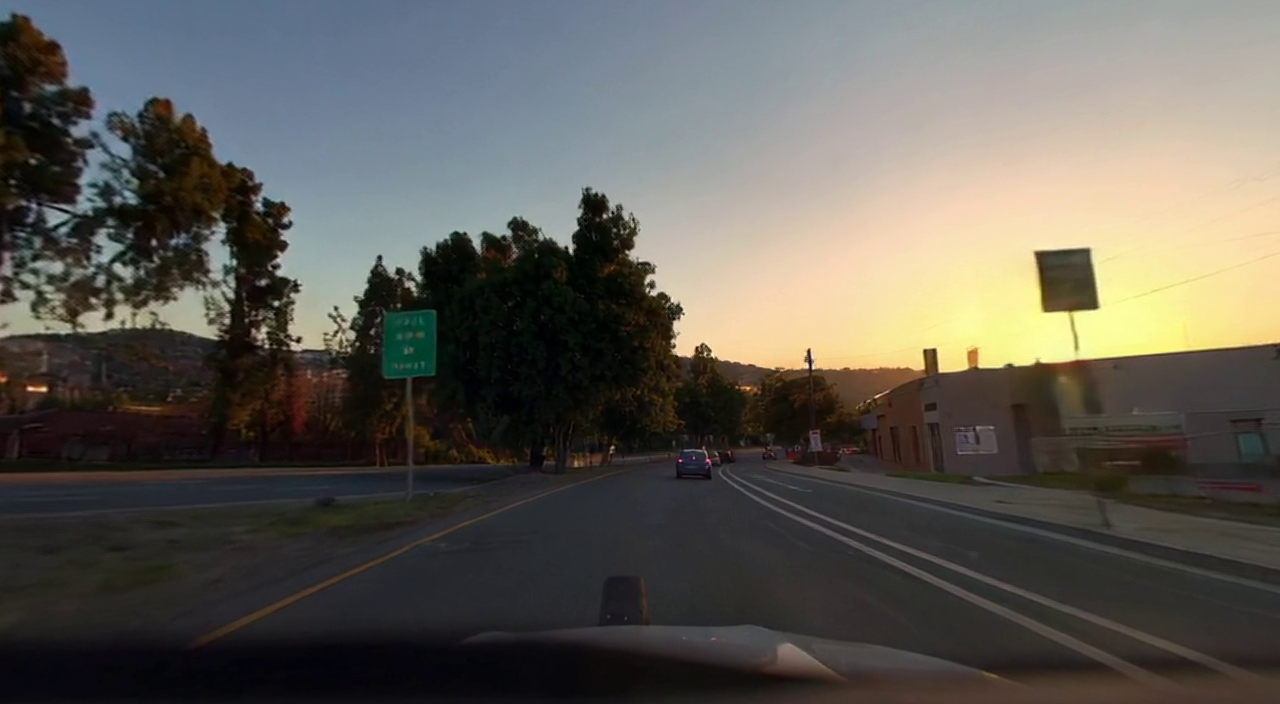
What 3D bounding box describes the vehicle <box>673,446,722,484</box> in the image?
[{"bbox_3d":[2.489,4.935,27.918,1.956,1.473,4.640,0,-8,4],"label":"vehicle"}]
